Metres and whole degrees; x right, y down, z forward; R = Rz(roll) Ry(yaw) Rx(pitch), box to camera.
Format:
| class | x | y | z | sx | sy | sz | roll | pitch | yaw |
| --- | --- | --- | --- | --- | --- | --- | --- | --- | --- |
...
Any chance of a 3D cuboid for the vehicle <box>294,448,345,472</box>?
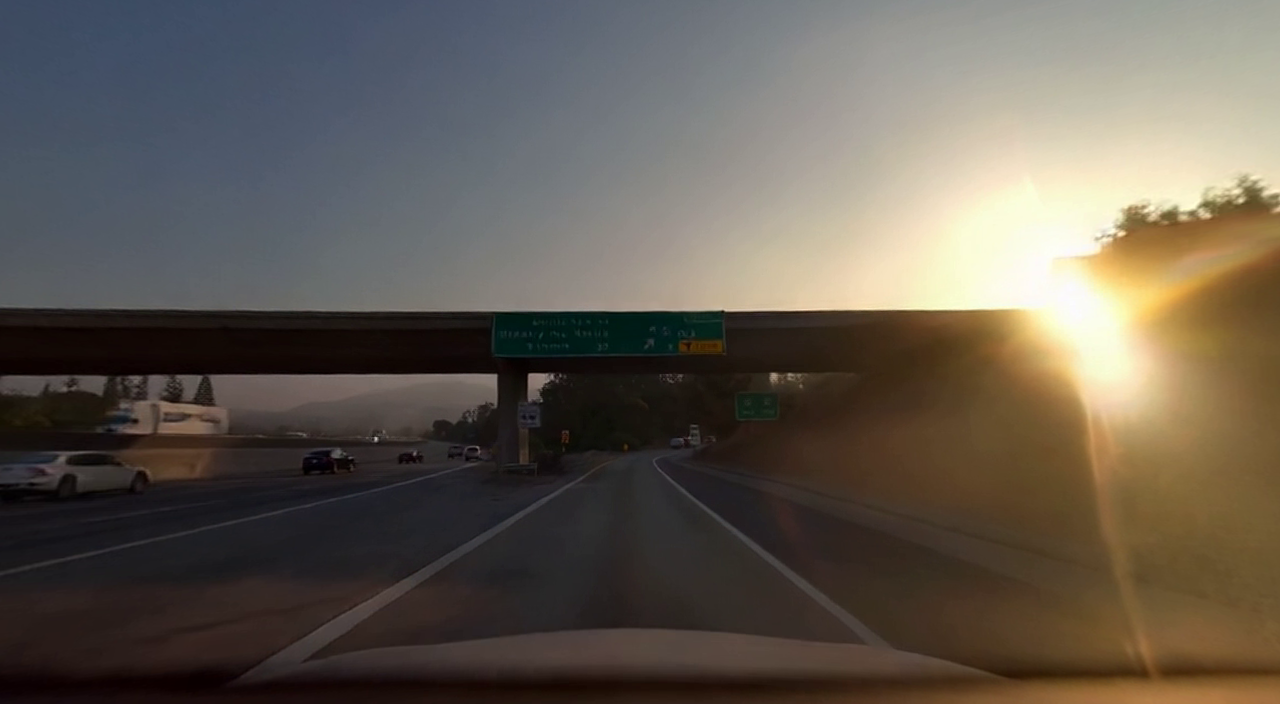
| class | x | y | z | sx | sy | sz | roll | pitch | yaw |
| --- | --- | --- | --- | --- | --- | --- | --- | --- | --- |
| vehicle | -24.825 | 8.379 | 48.924 | 2.093 | 1.735 | 4.285 | 1 | -9 | -6 |

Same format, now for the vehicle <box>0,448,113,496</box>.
| class | x | y | z | sx | sy | sz | roll | pitch | yaw |
| --- | --- | --- | --- | --- | --- | --- | --- | --- | --- |
| vehicle | -25.702 | 5.020 | 26.769 | 2.220 | 1.806 | 5.471 | 1 | -9 | -6 |
